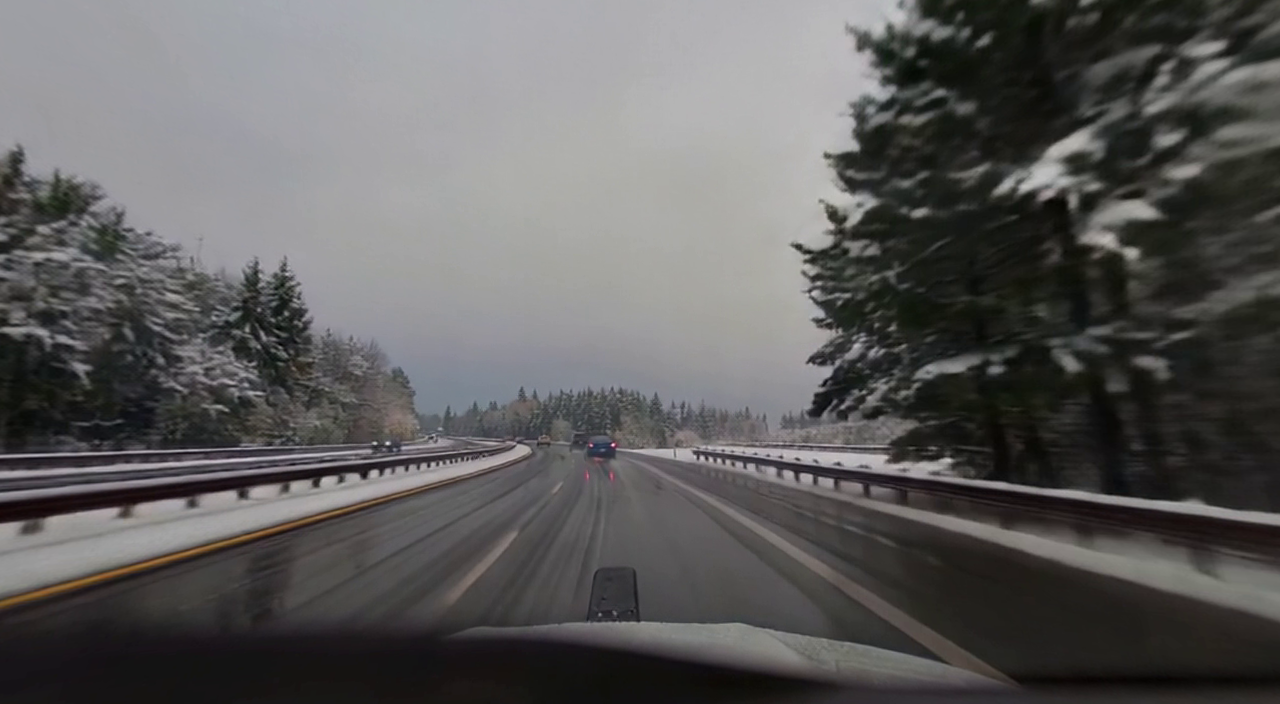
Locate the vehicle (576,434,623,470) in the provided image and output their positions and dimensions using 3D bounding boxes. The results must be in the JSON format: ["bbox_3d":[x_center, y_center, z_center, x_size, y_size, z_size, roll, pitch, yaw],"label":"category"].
[{"bbox_3d":[-2.298,5.514,35.036,2.452,1.857,4.022,0,-8,-5],"label":"vehicle"}]
